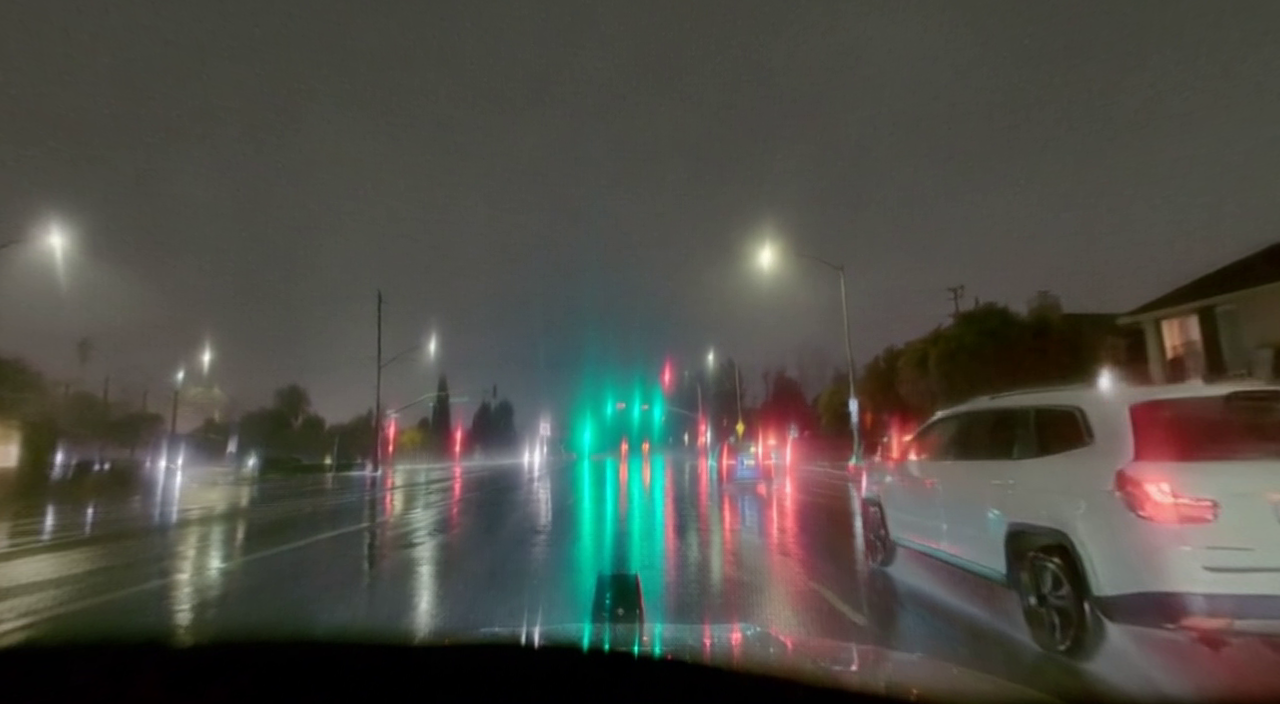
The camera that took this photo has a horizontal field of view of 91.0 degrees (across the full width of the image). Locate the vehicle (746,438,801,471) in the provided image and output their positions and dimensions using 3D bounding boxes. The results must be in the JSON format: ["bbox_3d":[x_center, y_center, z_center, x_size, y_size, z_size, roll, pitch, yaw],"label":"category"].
[{"bbox_3d":[7.577,5.868,36.258,2.172,1.745,4.608,0,-9,0],"label":"vehicle"}]

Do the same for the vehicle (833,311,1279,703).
[{"bbox_3d":[3.155,1.065,4.368,2.129,1.761,4.610,0,-9,0],"label":"vehicle"}]

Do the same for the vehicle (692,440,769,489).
[{"bbox_3d":[2.933,3.739,21.272,1.889,1.451,4.180,0,-9,-1],"label":"vehicle"}]

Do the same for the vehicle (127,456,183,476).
[{"bbox_3d":[-38.451,8.989,49.836,4.260,1.501,1.892,-5,-10,30],"label":"vehicle"}]

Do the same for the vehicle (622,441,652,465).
[{"bbox_3d":[-0.213,7.488,46.649,2.146,1.685,4.003,0,-9,0],"label":"vehicle"}]
